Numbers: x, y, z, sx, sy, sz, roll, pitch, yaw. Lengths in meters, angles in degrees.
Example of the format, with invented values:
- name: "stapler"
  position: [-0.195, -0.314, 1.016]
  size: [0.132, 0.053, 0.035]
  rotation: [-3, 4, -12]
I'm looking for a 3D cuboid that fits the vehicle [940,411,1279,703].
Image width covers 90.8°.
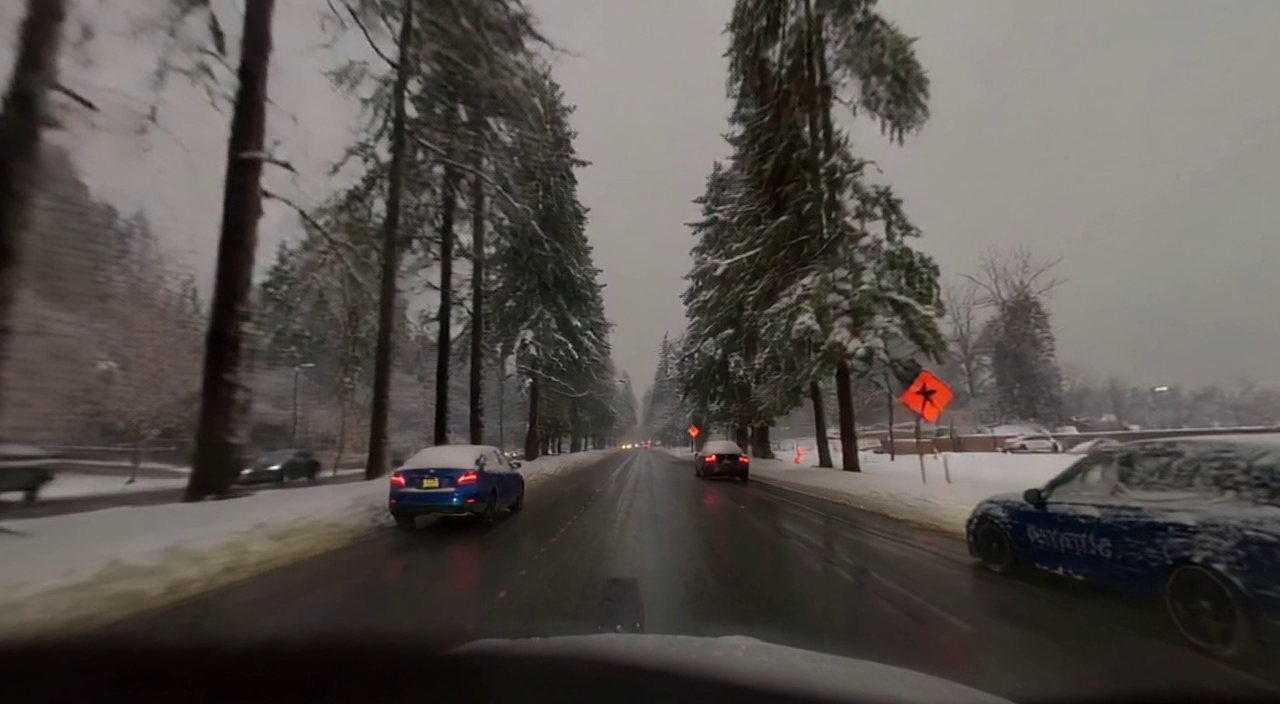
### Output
- name: "vehicle"
  position: [4.129, 1.288, 4.775]
  size: [1.827, 1.491, 3.743]
  rotation: [0, -9, -1]

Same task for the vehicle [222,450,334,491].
- name: "vehicle"
  position: [-14.501, 4.734, 25.650]
  size: [1.826, 1.496, 4.538]
  rotation: [0, -9, 0]

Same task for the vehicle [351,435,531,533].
- name: "vehicle"
  position: [-3.378, 2.317, 11.704]
  size: [2.020, 1.474, 4.098]
  rotation: [0, -9, 0]

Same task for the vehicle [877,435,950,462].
- name: "vehicle"
  position: [17.002, 6.020, 39.559]
  size: [1.941, 1.559, 4.633]
  rotation: [1, -9, -8]

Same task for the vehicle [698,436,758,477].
- name: "vehicle"
  position: [4.184, 5.066, 30.884]
  size: [2.159, 1.793, 4.735]
  rotation: [0, -9, -1]
